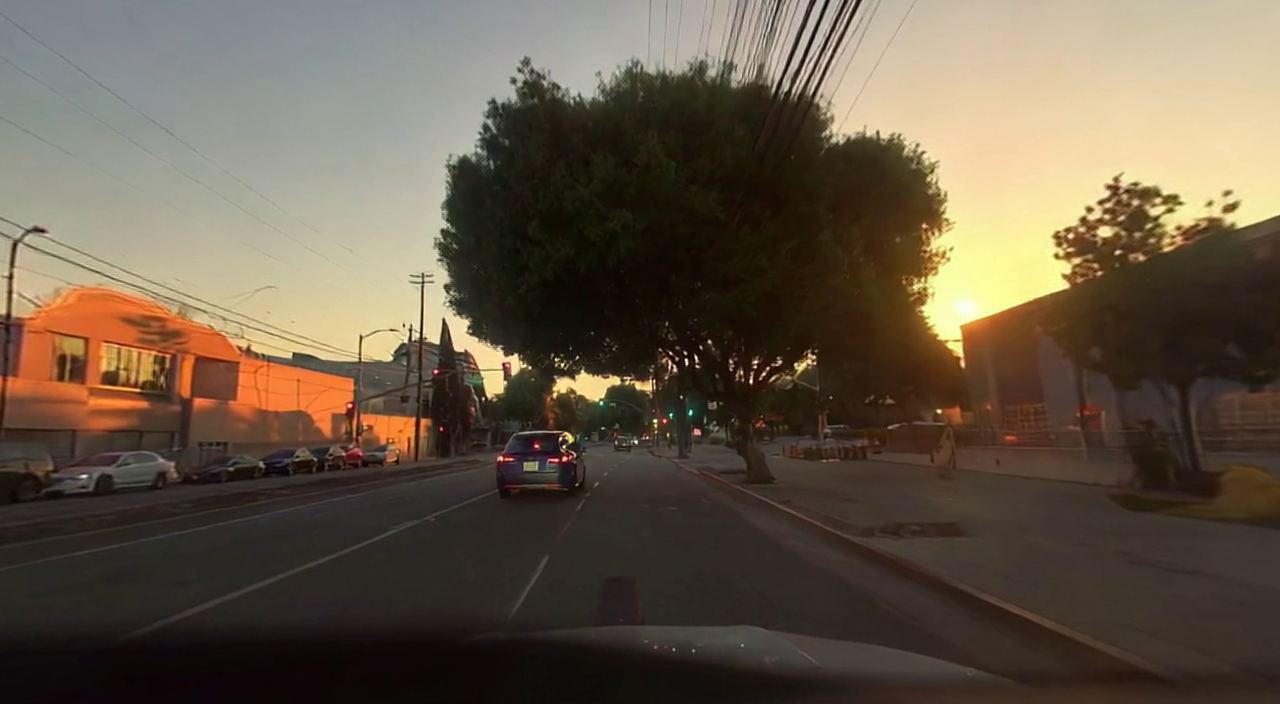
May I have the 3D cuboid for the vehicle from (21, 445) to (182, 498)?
[{"bbox_3d":[-20.512,4.539,24.445,2.015,1.815,4.856,0,-9,-2],"label":"vehicle"}]

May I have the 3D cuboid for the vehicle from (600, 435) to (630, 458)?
[{"bbox_3d":[-1.860,7.222,48.141,2.144,1.681,3.855,0,-9,-1],"label":"vehicle"}]

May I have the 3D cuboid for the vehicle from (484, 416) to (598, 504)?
[{"bbox_3d":[-2.126,2.483,14.820,2.022,1.757,4.041,0,-8,0],"label":"vehicle"}]

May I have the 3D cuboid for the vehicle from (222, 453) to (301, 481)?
[{"bbox_3d":[-20.902,6.336,35.097,1.790,1.415,4.450,0,-9,-2],"label":"vehicle"}]

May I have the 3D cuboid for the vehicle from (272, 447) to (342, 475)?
[{"bbox_3d":[-20.904,6.832,39.884,1.989,1.689,4.388,0,-9,1],"label":"vehicle"}]
